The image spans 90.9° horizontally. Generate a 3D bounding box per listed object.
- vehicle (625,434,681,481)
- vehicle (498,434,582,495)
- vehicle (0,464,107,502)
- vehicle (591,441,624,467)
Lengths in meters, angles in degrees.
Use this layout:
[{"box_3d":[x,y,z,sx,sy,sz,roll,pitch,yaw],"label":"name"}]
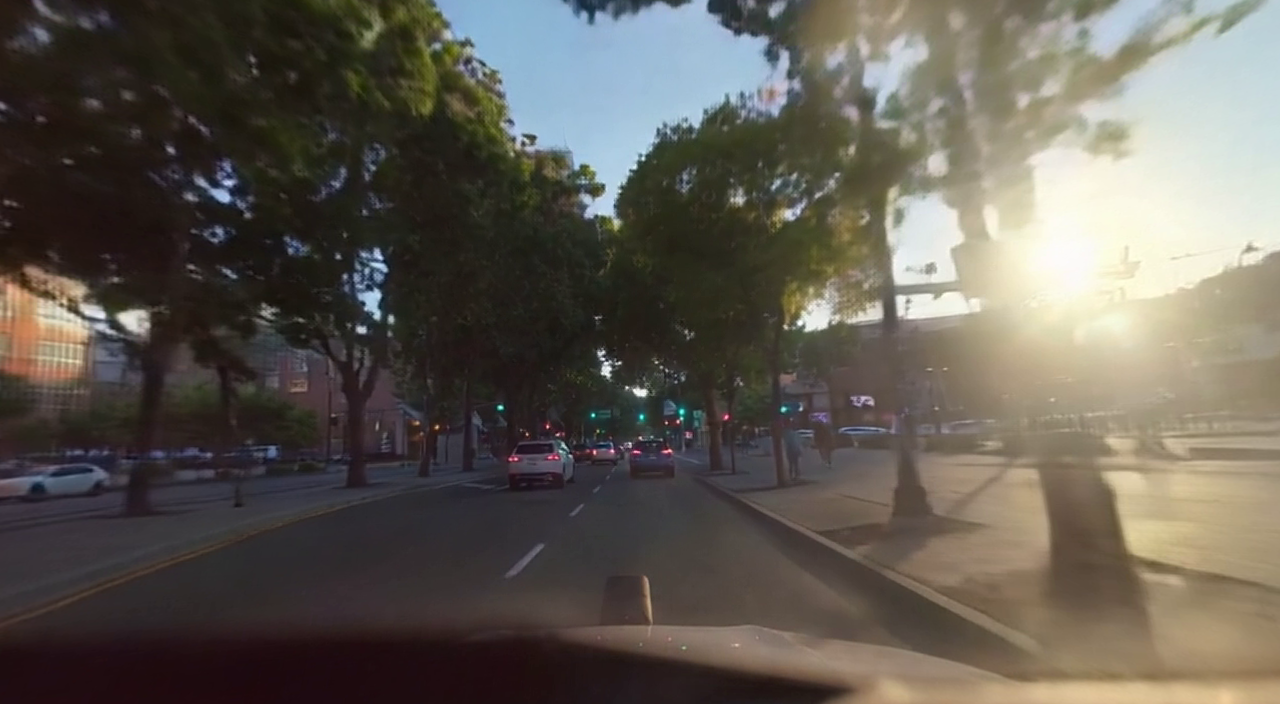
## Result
[{"box_3d":[0.503,4.259,25.690,2.120,1.758,3.917,0,-8,1],"label":"vehicle"},{"box_3d":[-3.046,3.512,20.002,1.940,1.722,3.823,0,-8,1],"label":"vehicle"},{"box_3d":[-30.503,6.694,32.559,1.929,1.671,4.597,0,-8,-2],"label":"vehicle"},{"box_3d":[-2.411,7.686,47.837,2.220,1.847,4.587,0,-8,1],"label":"vehicle"}]
